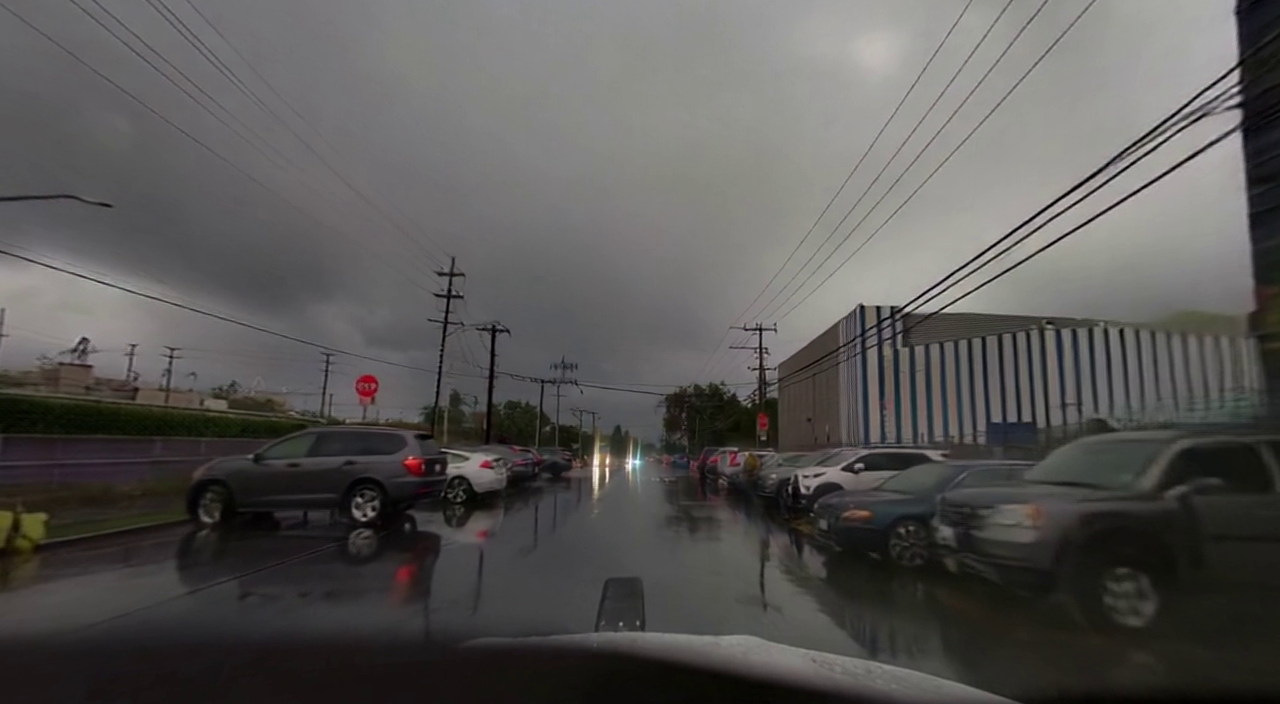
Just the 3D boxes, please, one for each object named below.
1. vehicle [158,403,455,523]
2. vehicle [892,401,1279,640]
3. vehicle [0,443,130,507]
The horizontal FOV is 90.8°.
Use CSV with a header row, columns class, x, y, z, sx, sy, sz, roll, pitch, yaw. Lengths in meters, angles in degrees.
class,x,y,z,sx,sy,sz,roll,pitch,yaw
vehicle,-6.485,2.245,12.778,4.727,1.976,1.970,3,-11,2
vehicle,4.930,1.400,5.753,4.402,1.770,1.933,0,-9,2
vehicle,-15.784,3.042,15.912,1.840,1.477,4.693,0,-9,2
